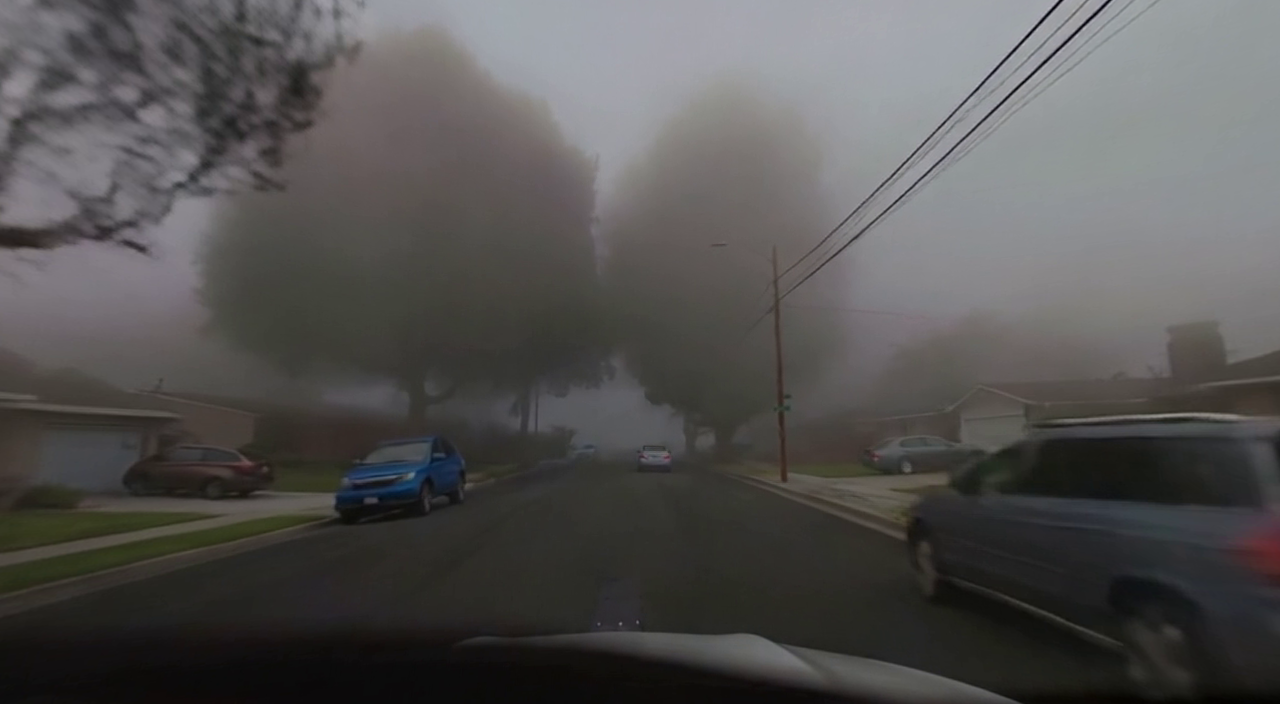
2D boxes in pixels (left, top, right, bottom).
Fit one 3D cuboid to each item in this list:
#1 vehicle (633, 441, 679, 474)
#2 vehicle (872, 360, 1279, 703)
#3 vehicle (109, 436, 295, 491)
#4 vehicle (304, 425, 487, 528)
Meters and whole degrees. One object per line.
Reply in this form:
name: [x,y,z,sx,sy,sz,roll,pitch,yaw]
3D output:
vehicle: [0.703,4.919,29.738,2.000,1.449,4.006,0,-8,0]
vehicle: [3.451,1.182,4.477,1.978,1.690,4.306,0,-8,0]
vehicle: [-12.849,3.270,18.732,4.129,1.523,1.839,0,-8,2]
vehicle: [-5.144,2.651,14.213,2.126,1.816,4.796,-3,-8,1]
